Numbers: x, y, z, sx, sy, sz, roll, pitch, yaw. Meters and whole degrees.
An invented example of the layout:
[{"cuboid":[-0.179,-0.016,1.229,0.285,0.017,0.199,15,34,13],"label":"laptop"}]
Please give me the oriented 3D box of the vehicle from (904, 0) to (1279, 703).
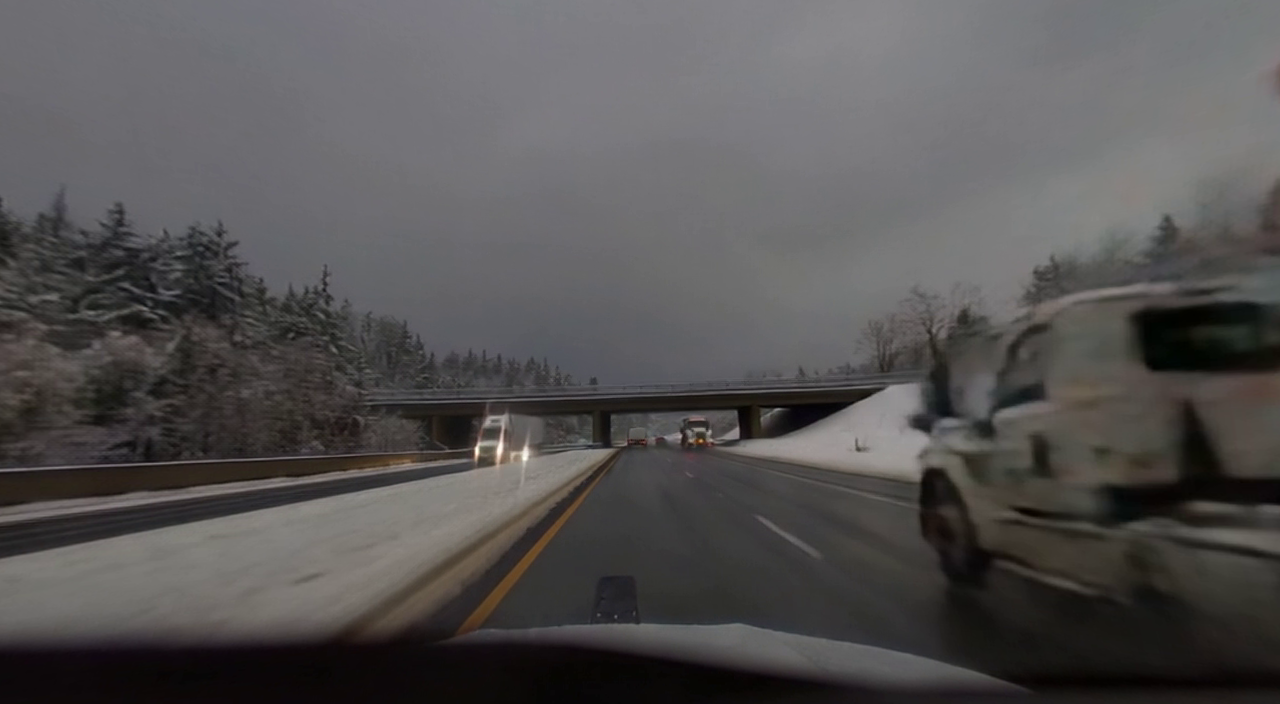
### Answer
[{"cuboid":[4.400,-0.138,2.146,3.017,3.341,8.519,-4,-7,-1],"label":"vehicle"}]
